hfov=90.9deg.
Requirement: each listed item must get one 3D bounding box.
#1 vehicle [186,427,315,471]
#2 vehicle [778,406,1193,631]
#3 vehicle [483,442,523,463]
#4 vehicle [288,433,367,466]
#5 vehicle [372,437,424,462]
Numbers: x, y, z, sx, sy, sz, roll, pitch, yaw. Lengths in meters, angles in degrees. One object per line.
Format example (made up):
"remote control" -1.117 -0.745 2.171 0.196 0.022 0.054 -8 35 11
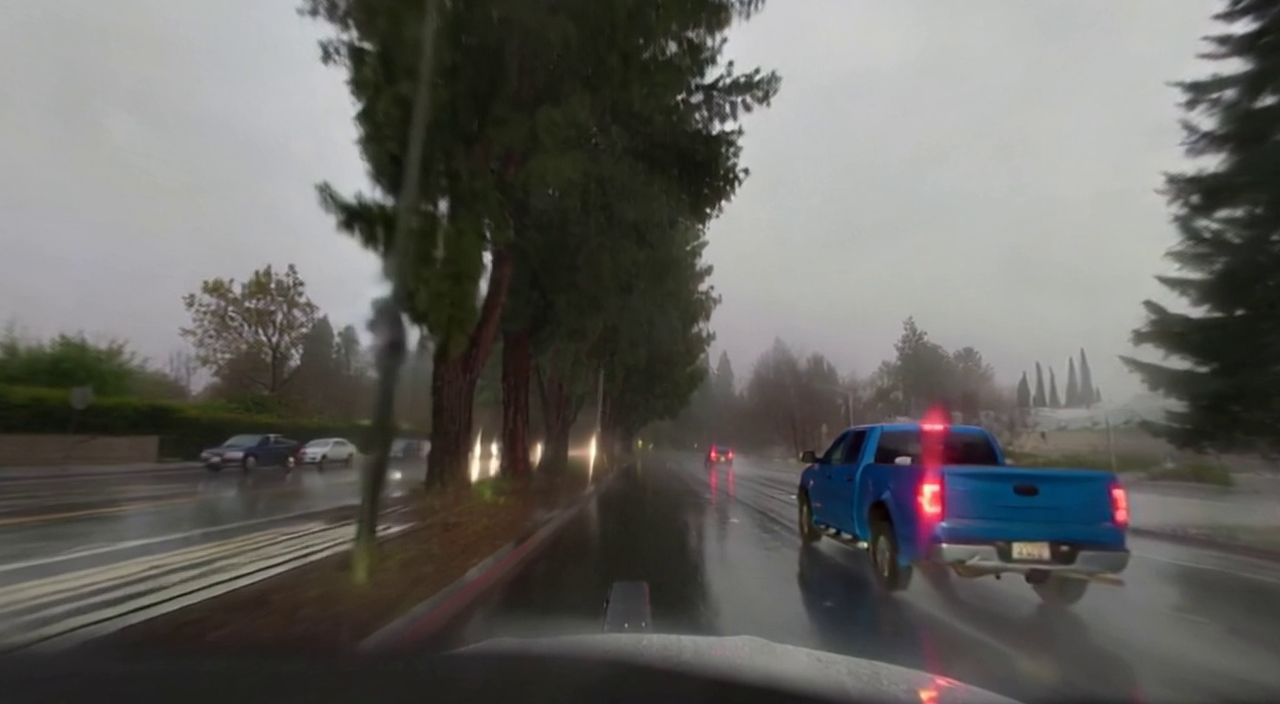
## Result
"vehicle" -18.344 4.639 30.148 2.398 1.883 5.729 0 -8 2
"vehicle" 3.176 1.624 7.238 2.108 1.712 4.616 0 -8 0
"vehicle" -10.414 7.644 48.133 1.999 1.519 4.249 0 -8 2
"vehicle" -18.143 5.698 36.891 2.051 1.821 4.721 0 -8 2
"vehicle" -18.193 7.370 47.612 2.025 1.766 4.620 0 -8 1
